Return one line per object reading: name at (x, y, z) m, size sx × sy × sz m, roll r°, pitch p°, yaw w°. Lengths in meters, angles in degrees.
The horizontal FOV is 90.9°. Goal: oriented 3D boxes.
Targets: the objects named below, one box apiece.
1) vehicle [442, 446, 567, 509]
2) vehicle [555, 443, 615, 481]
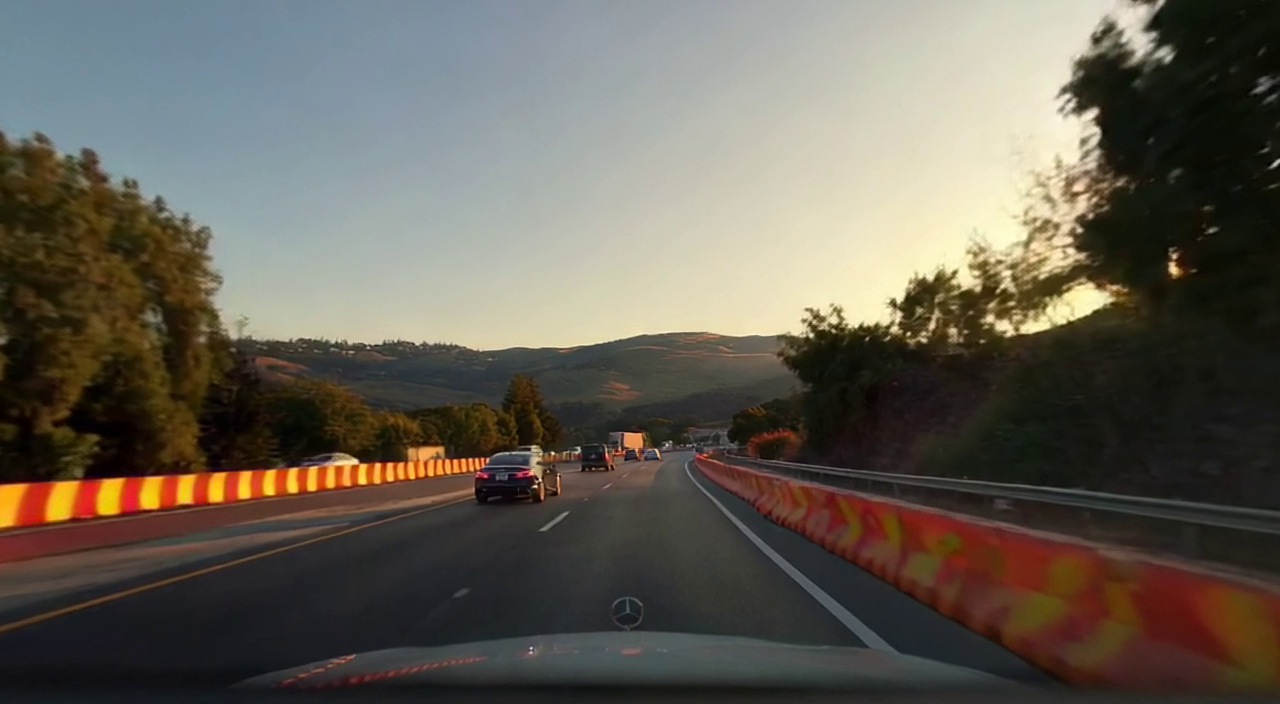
vehicle at (-3.112, 2.982, 15.378) m, size 2.061 × 1.330 × 3.928 m, roll -1°, pitch -9°, yaw 2°
vehicle at (-2.315, 4.808, 27.723) m, size 2.094 × 1.480 × 4.124 m, roll -1°, pitch -9°, yaw 3°
